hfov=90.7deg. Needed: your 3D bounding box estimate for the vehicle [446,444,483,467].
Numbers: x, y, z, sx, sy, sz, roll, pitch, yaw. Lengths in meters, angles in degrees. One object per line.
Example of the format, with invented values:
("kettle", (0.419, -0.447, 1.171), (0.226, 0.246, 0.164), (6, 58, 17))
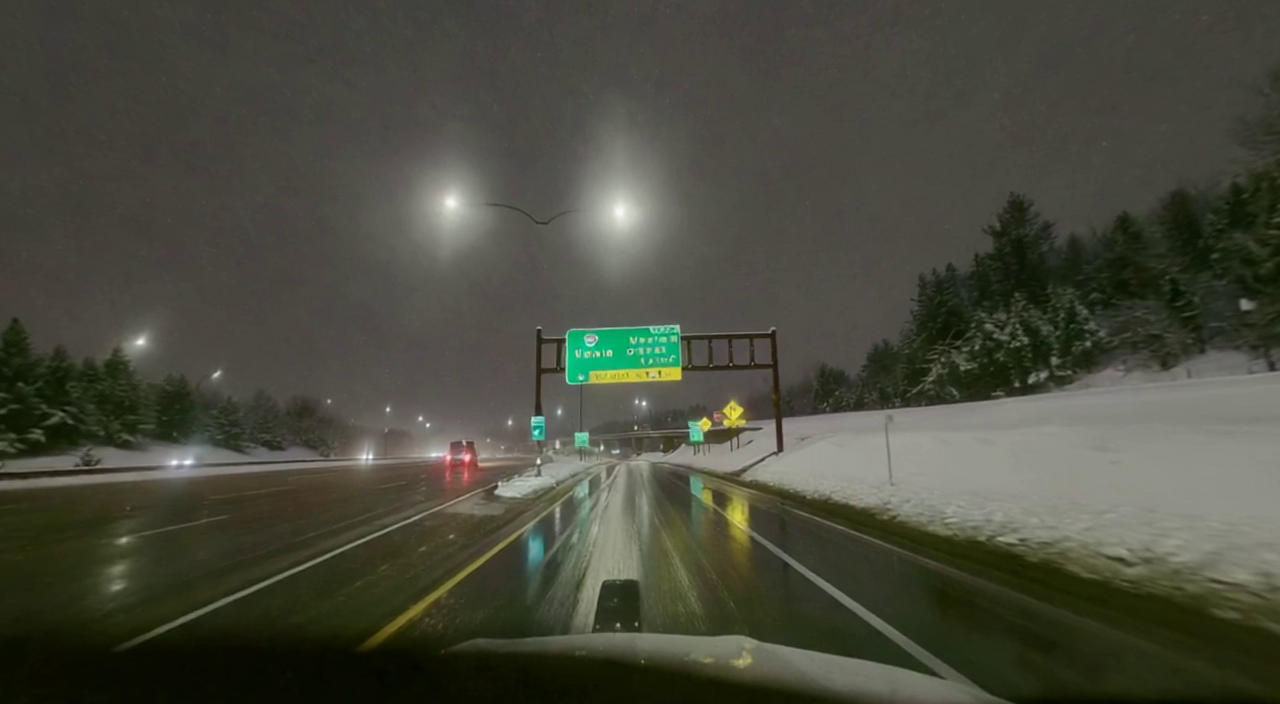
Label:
("vehicle", (-13.598, 8.018, 49.224), (2.018, 1.710, 4.252), (0, -9, -5))
